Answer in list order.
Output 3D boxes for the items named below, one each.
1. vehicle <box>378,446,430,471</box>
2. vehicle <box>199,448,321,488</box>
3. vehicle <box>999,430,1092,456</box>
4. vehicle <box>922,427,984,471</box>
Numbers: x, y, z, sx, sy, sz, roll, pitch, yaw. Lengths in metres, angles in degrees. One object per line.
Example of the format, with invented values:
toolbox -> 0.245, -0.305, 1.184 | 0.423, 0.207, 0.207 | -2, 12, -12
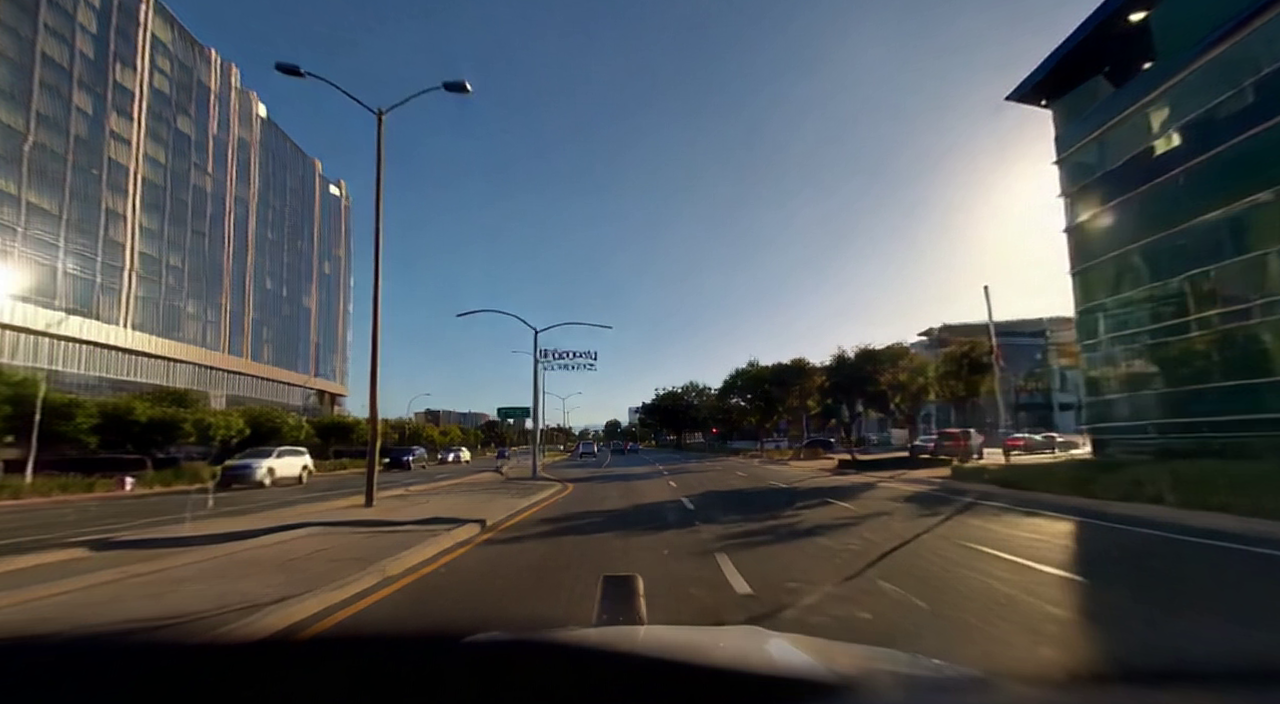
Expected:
vehicle -> -18.251, 8.240, 49.121 | 2.041, 1.826, 4.878 | -1, -9, 1
vehicle -> -18.545, 5.671, 31.255 | 2.575, 1.738, 5.473 | -1, -9, 1
vehicle -> 31.445, 7.100, 49.134 | 5.509, 1.904, 2.614 | 1, -9, -6
vehicle -> 17.062, 5.286, 34.591 | 1.686, 2.284, 3.164 | 0, -8, 1
